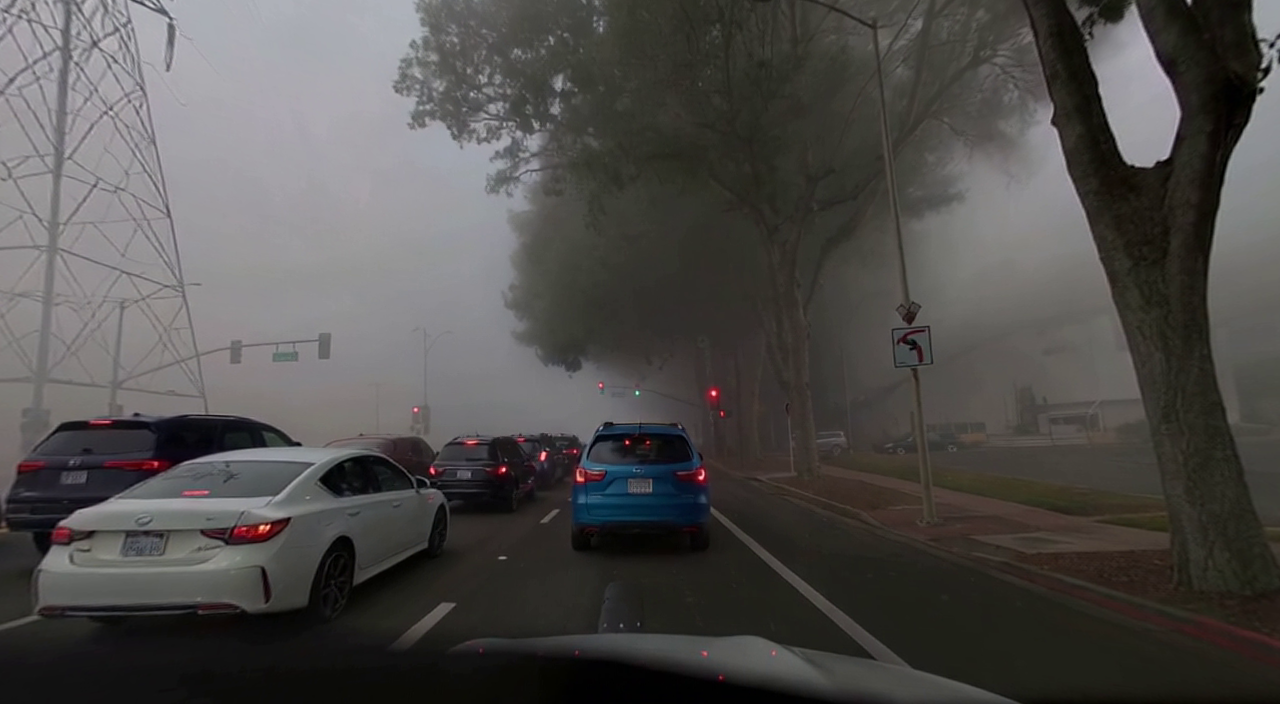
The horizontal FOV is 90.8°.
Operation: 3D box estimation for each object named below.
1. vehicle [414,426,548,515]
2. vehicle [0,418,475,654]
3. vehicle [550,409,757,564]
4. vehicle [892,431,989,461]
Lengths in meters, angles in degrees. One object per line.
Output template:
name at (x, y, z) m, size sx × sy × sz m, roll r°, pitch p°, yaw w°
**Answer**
vehicle at (-3.258, 2.500, 13.768) m, size 1.997 × 1.636 × 3.760 m, roll 0°, pitch -8°, yaw -1°
vehicle at (-3.183, 1.494, 6.301) m, size 1.973 × 1.469 × 4.448 m, roll 0°, pitch -8°, yaw -1°
vehicle at (0.093, 1.767, 9.044) m, size 2.239 × 1.661 × 4.224 m, roll 0°, pitch -8°, yaw -2°
vehicle at (15.084, 4.746, 31.833) m, size 3.858 × 1.437 × 1.899 m, roll 0°, pitch -8°, yaw -5°
